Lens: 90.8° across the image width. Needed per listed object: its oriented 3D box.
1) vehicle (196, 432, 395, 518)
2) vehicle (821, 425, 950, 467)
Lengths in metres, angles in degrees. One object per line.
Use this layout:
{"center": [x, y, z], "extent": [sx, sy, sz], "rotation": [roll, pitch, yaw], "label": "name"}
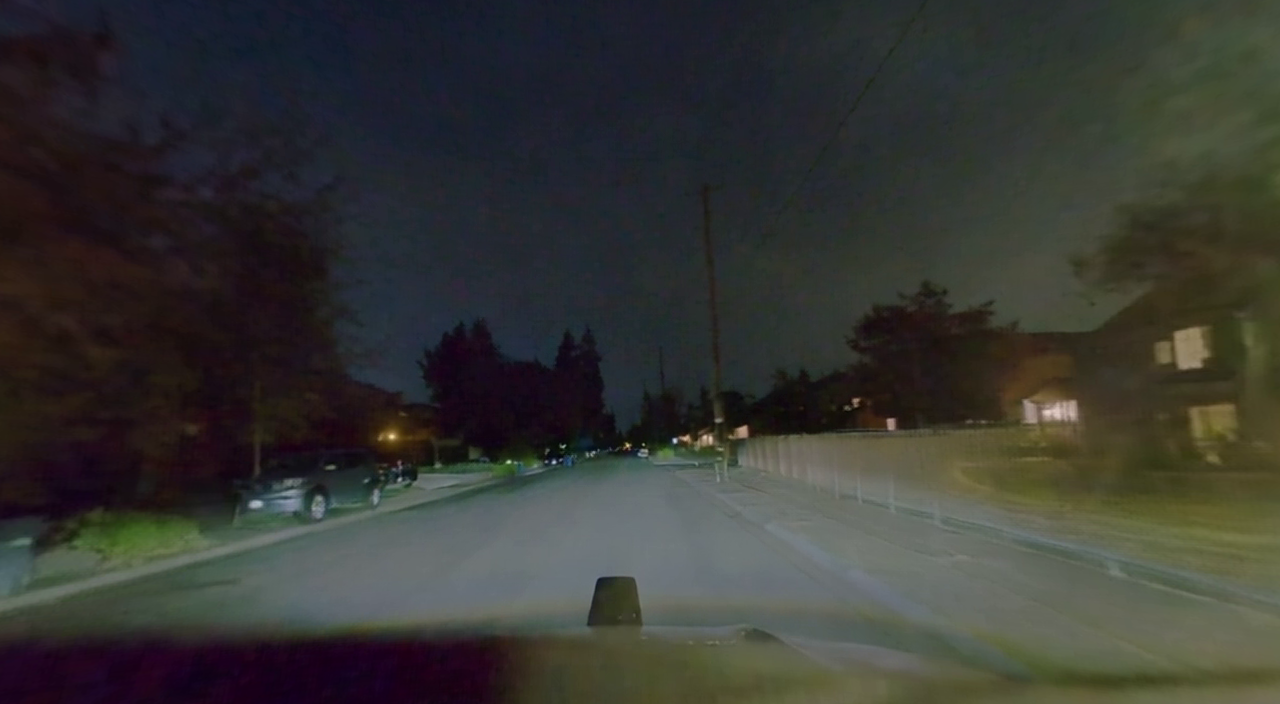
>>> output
{"center": [-8.506, 3.118, 16.357], "extent": [2.352, 1.843, 4.979], "rotation": [-1, -10, 0], "label": "vehicle"}
{"center": [11.973, 4.606, 31.021], "extent": [5.367, 1.953, 2.257], "rotation": [1, -9, -9], "label": "vehicle"}
